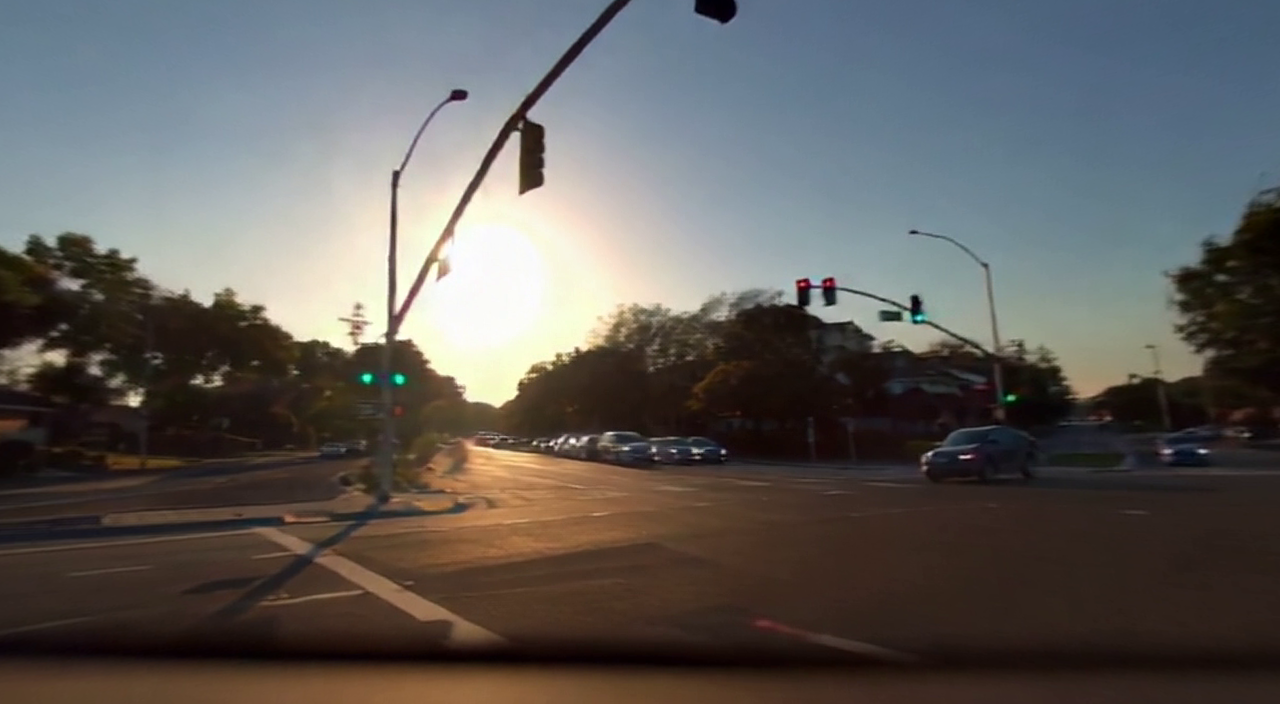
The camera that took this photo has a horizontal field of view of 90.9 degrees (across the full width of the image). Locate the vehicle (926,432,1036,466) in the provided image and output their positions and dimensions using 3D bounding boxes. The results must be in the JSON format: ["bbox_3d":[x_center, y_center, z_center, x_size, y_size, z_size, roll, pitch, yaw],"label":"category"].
[{"bbox_3d":[22.274,6.380,41.324,5.840,2.087,2.737,2,-9,-11],"label":"vehicle"}]

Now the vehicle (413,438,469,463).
[{"bbox_3d":[-14.498,7.124,45.749,2.159,1.734,4.462,8,-12,-40],"label":"vehicle"}]

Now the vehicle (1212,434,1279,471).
[{"bbox_3d":[27.809,4.526,28.292,4.356,1.519,2.039,6,-11,-34],"label":"vehicle"}]

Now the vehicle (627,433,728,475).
[{"bbox_3d":[1.687,4.868,30.151,2.129,1.801,4.911,7,-11,-36],"label":"vehicle"}]

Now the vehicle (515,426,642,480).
[{"bbox_3d":[-2.652,4.078,25.628,2.226,1.897,5.874,7,-11,-38],"label":"vehicle"}]

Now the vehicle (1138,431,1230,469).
[{"bbox_3d":[28.552,5.124,33.038,4.804,1.838,2.248,6,-10,-33],"label":"vehicle"}]
